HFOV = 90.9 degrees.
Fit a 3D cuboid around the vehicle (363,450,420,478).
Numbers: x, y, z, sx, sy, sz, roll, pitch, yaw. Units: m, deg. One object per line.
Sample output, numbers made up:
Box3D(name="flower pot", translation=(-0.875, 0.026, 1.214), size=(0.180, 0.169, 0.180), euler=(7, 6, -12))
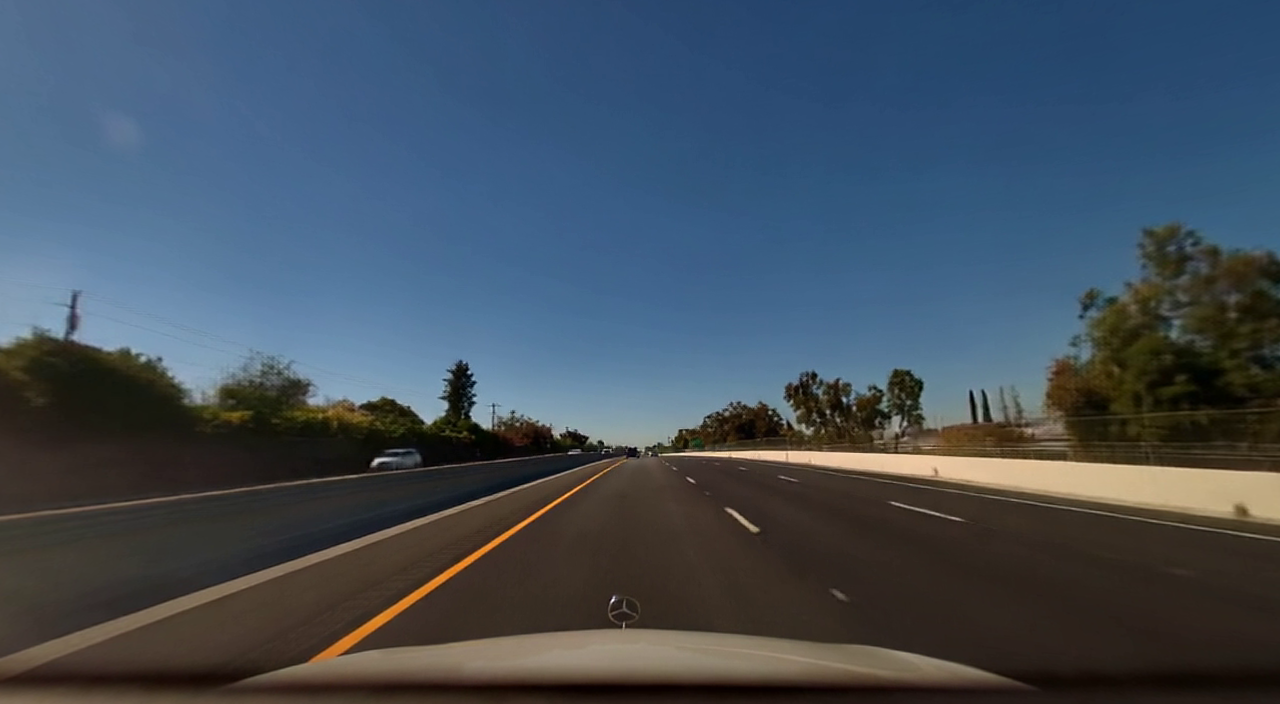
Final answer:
Box3D(name="vehicle", translation=(-18.013, 8.097, 46.015), size=(2.166, 1.867, 5.001), euler=(0, -8, 0))
